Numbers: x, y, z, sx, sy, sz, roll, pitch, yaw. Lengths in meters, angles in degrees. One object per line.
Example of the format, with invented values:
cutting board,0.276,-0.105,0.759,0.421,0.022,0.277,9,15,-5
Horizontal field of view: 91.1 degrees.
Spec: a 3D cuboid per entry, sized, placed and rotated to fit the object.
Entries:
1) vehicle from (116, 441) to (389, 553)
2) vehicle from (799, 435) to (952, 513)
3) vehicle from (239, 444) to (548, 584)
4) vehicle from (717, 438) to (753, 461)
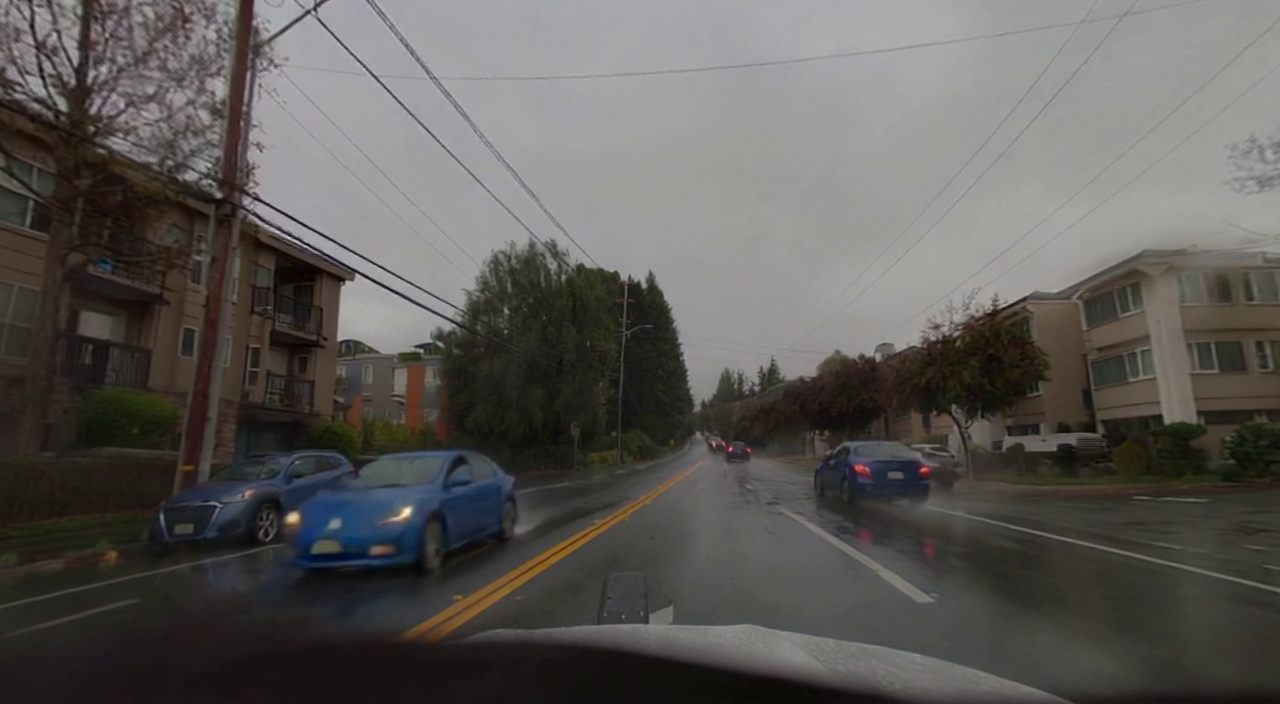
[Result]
vehicle,-7.443,2.766,12.877,2.381,1.825,4.652,-1,-8,4
vehicle,5.158,2.711,14.534,2.052,1.506,4.432,-1,-8,4
vehicle,-2.991,2.047,8.978,2.155,1.436,4.501,-1,-8,8
vehicle,7.425,7.643,49.381,2.306,1.719,4.805,-1,-8,3
